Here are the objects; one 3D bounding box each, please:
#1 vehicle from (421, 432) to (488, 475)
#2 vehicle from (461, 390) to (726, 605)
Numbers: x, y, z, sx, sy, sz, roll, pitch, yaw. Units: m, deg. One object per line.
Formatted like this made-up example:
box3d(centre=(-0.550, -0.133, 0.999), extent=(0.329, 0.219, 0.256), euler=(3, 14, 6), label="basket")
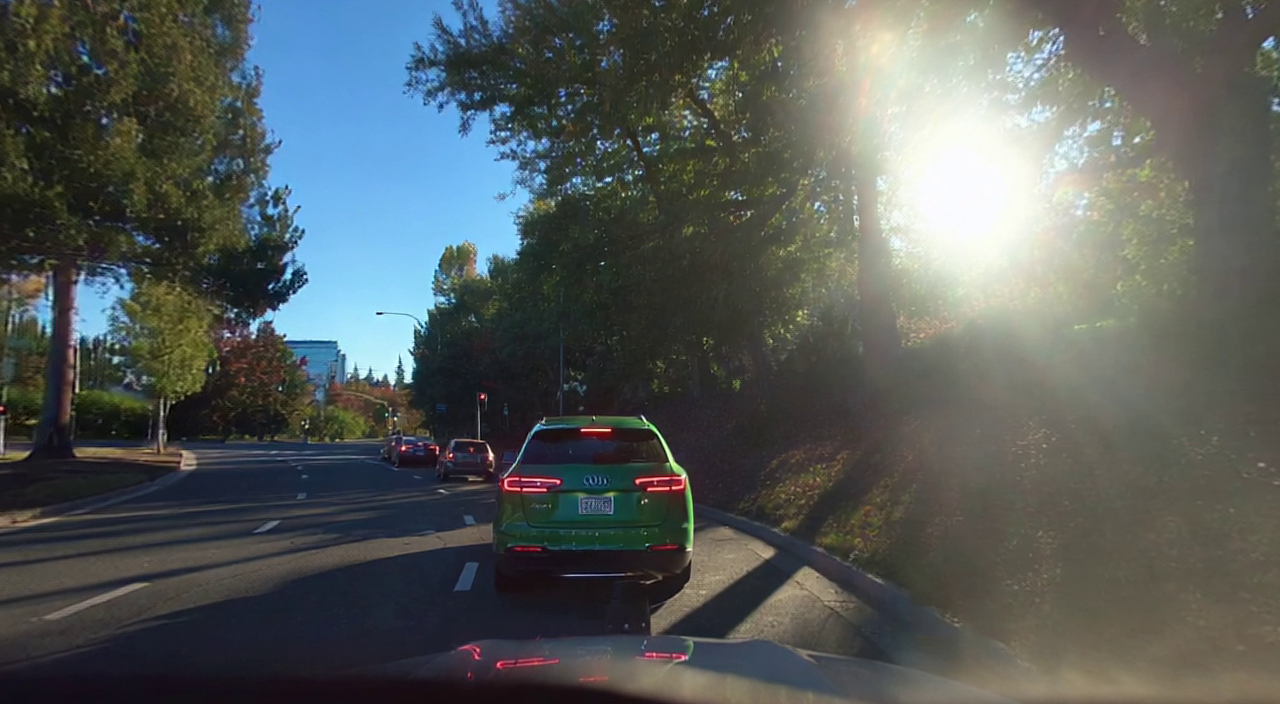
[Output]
box3d(centre=(-7.295, 3.921, 24.495), extent=(1.902, 1.536, 3.662), euler=(4, -9, -25), label="vehicle")
box3d(centre=(-0.682, 1.455, 7.200), extent=(2.134, 1.671, 4.147), euler=(1, -8, -10), label="vehicle")
